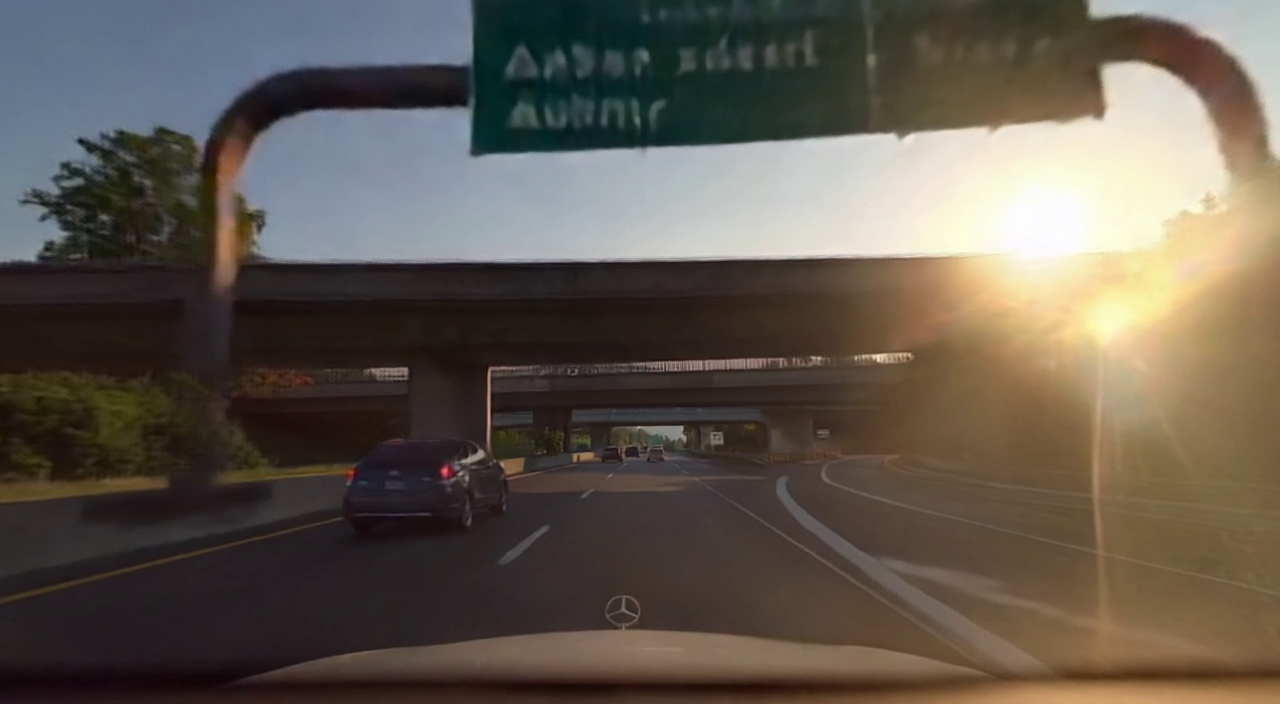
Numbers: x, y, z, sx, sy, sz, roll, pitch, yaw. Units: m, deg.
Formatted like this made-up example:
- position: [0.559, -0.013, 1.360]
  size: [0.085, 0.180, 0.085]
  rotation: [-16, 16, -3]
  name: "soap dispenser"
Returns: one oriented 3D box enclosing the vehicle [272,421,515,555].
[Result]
- position: [-3.486, 2.007, 10.001]
  size: [2.037, 1.638, 4.274]
  rotation: [0, -9, 1]
  name: "vehicle"
